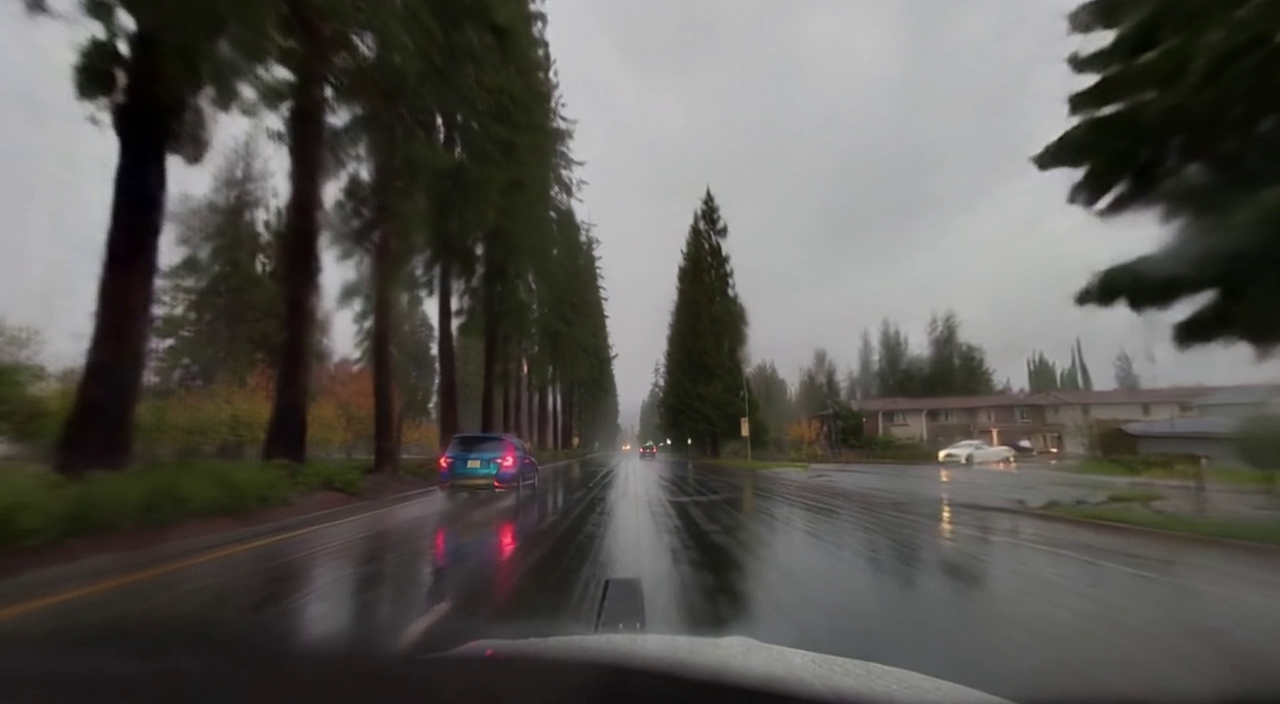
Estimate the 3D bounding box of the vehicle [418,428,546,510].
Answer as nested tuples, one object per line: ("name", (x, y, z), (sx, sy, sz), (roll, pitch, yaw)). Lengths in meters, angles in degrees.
("vehicle", (-3.743, 2.845, 15.840), (2.078, 1.748, 4.279), (0, -8, 0))
